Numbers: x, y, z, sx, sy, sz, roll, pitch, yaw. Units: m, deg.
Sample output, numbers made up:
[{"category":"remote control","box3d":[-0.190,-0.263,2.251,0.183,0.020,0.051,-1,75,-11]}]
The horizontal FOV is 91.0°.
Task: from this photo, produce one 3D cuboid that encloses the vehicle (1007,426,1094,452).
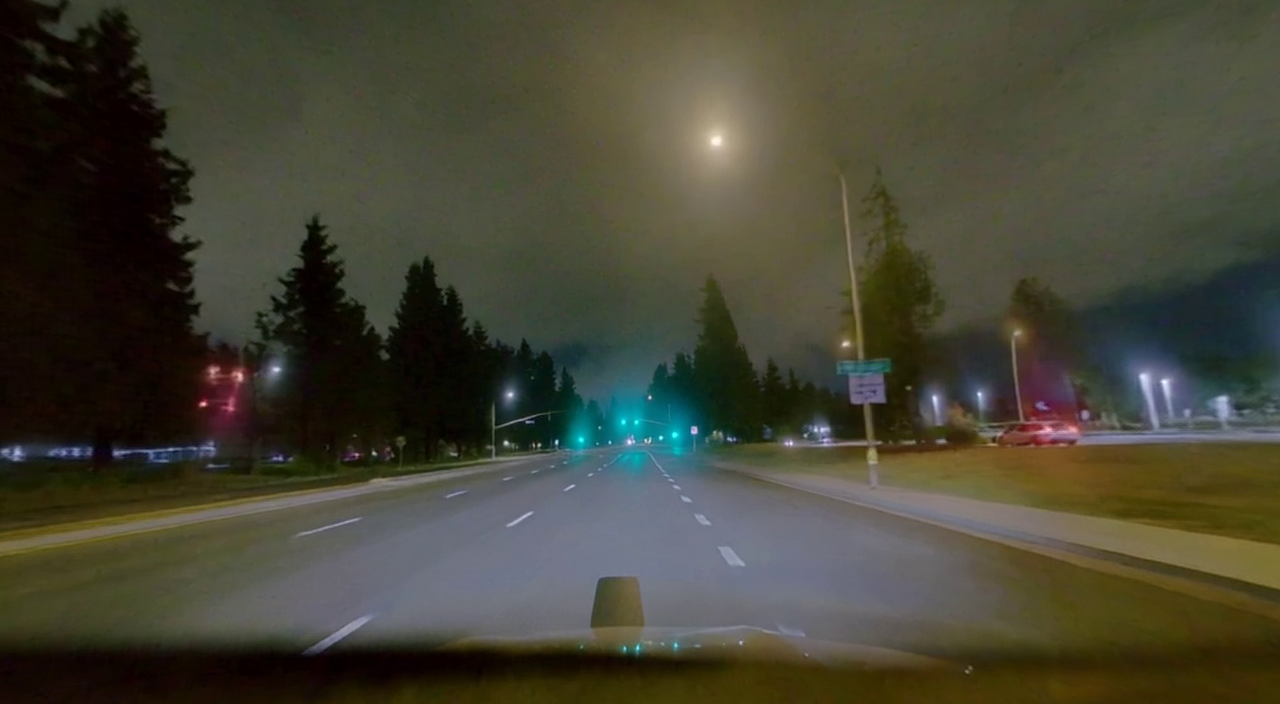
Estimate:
[{"category":"vehicle","box3d":[24.851,5.340,38.339,1.907,1.444,5.150,0,-8,1]}]
